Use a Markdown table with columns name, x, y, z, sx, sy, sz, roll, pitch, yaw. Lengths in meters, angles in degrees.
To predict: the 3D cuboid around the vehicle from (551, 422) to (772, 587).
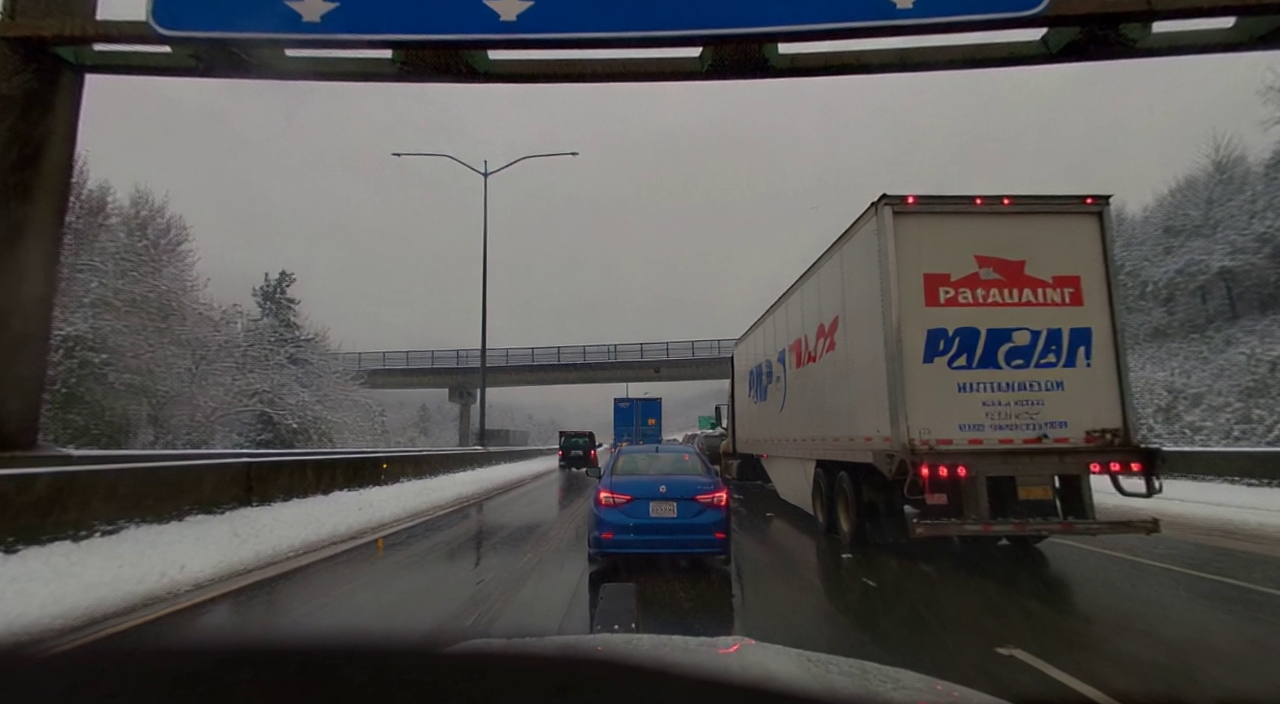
| name | x | y | z | sx | sy | sz | roll | pitch | yaw |
| --- | --- | --- | --- | --- | --- | --- | --- | --- | --- |
| vehicle | 0.183 | 1.674 | 7.697 | 2.045 | 1.490 | 3.597 | -1 | -8 | 0 |

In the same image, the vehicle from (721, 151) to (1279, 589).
| name | x | y | z | sx | sy | sz | roll | pitch | yaw |
| --- | --- | --- | --- | --- | --- | --- | --- | --- | --- |
| vehicle | 4.193 | 1.062 | 12.938 | 2.827 | 4.081 | 14.305 | 0 | -8 | -1 |

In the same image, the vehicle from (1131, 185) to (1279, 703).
| name | x | y | z | sx | sy | sz | roll | pitch | yaw |
| --- | --- | --- | --- | --- | --- | --- | --- | --- | --- |
| vehicle | 4.731 | 0.111 | 0.640 | 2.892 | 2.615 | 6.650 | 0 | -8 | -2 |
